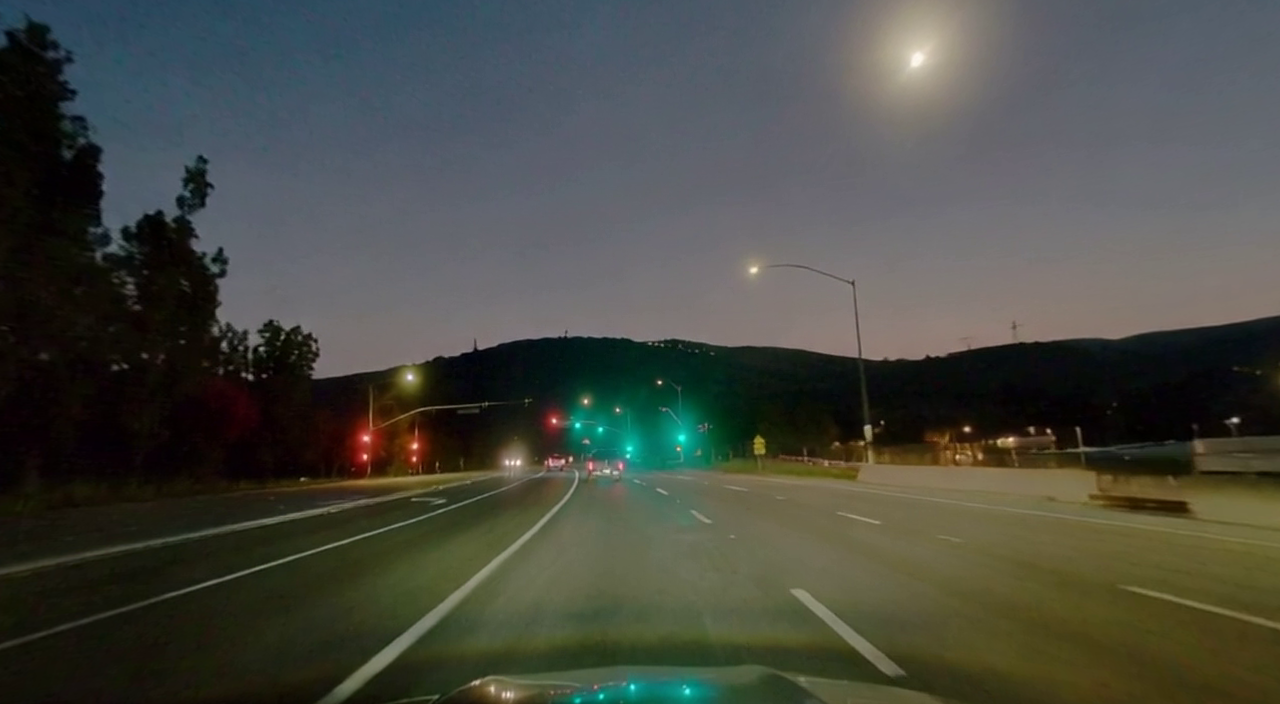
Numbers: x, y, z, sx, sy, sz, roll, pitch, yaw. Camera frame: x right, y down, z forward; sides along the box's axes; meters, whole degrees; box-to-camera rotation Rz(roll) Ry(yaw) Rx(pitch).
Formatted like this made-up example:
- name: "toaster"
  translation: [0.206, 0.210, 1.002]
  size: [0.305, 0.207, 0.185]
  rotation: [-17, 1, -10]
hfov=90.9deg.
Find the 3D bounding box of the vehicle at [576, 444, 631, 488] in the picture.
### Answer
- name: "vehicle"
  translation: [-1.680, 5.037, 28.208]
  size: [2.253, 1.756, 4.313]
  rotation: [1, -9, -5]
